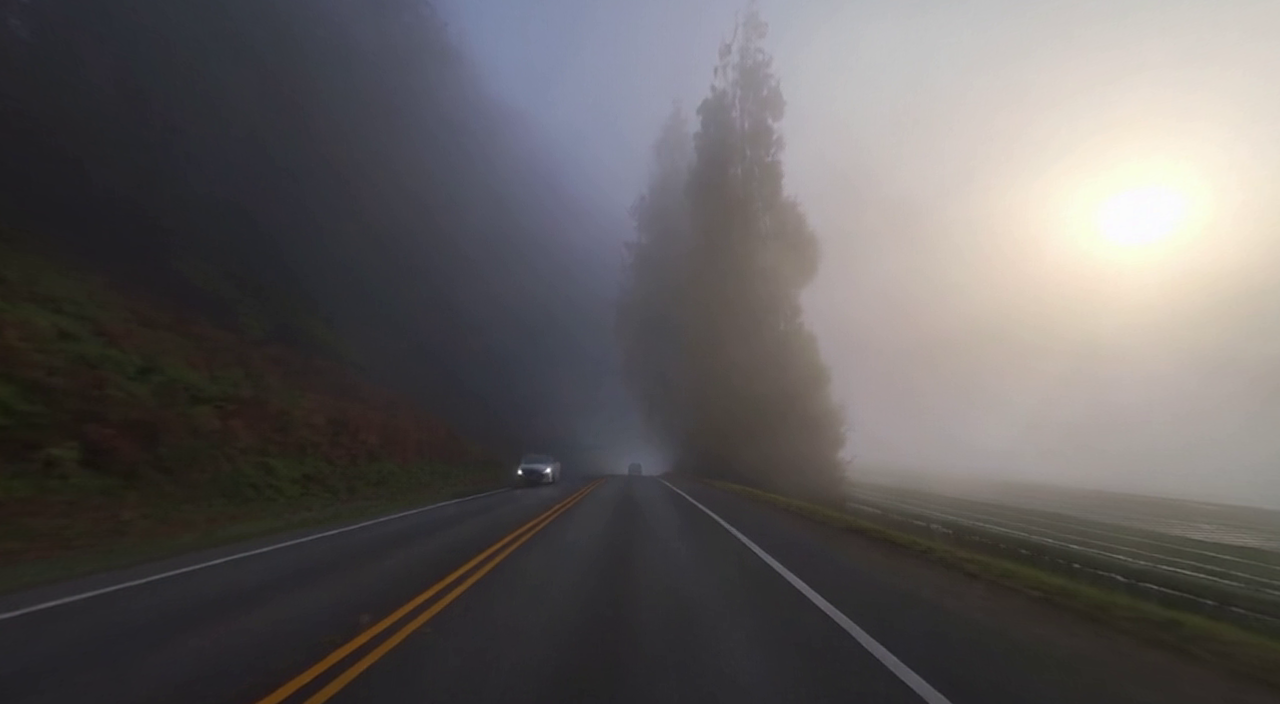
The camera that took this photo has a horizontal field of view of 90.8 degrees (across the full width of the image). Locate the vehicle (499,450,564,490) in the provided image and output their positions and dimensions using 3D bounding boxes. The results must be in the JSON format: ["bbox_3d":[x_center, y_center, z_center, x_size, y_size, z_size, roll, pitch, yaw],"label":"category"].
[{"bbox_3d":[-4.678,5.158,27.983,2.080,1.512,4.450,-1,-8,0],"label":"vehicle"}]
